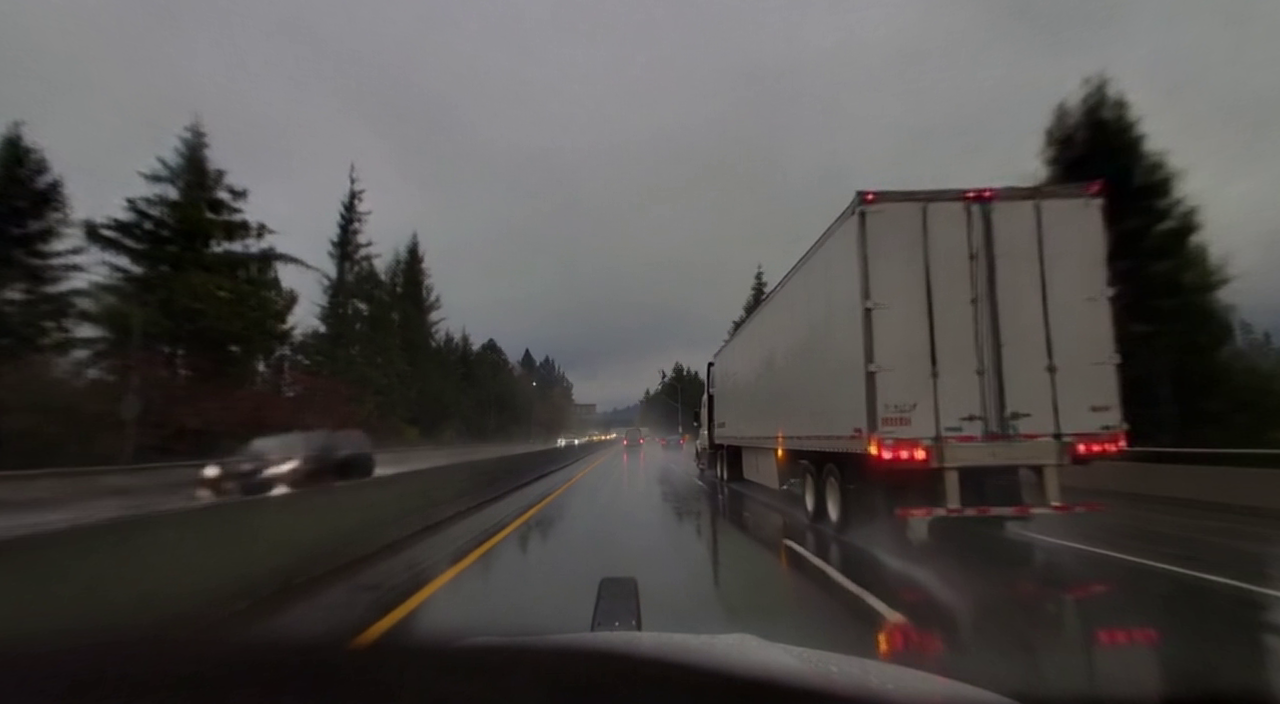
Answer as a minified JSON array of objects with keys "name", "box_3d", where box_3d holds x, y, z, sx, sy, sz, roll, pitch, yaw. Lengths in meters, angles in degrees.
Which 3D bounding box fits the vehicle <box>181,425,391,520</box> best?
[{"name":"vehicle","box_3d":[-7.918,2.680,14.802,2.346,1.838,4.576,1,-7,-2]}]

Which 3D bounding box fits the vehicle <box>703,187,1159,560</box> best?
[{"name":"vehicle","box_3d":[3.698,1.082,13.598,3.038,3.975,13.887,0,-8,-1]}]
